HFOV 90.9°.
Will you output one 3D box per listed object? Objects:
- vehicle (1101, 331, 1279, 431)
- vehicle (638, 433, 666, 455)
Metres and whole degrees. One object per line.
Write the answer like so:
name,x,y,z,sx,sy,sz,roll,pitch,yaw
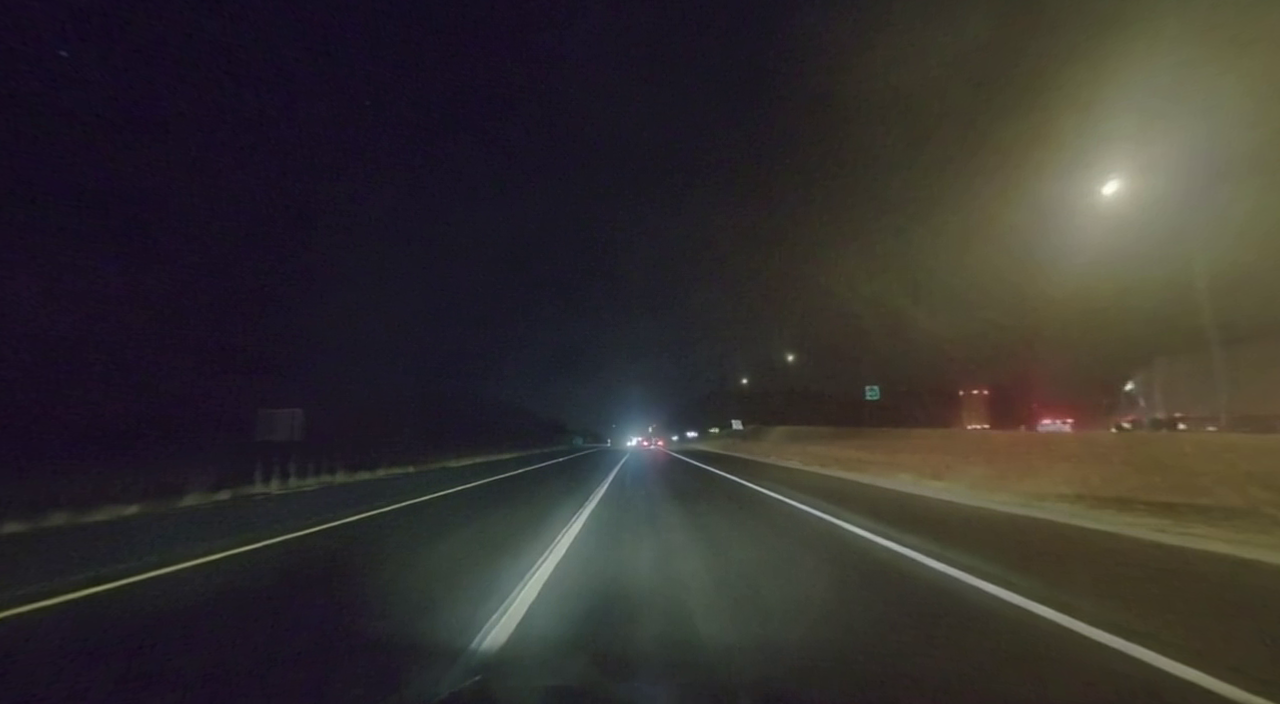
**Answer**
vehicle,33.318,1.812,35.214,2.910,4.578,16.580,-5,-9,2
vehicle,0.926,7.177,49.449,2.069,1.660,4.040,0,-8,-1
